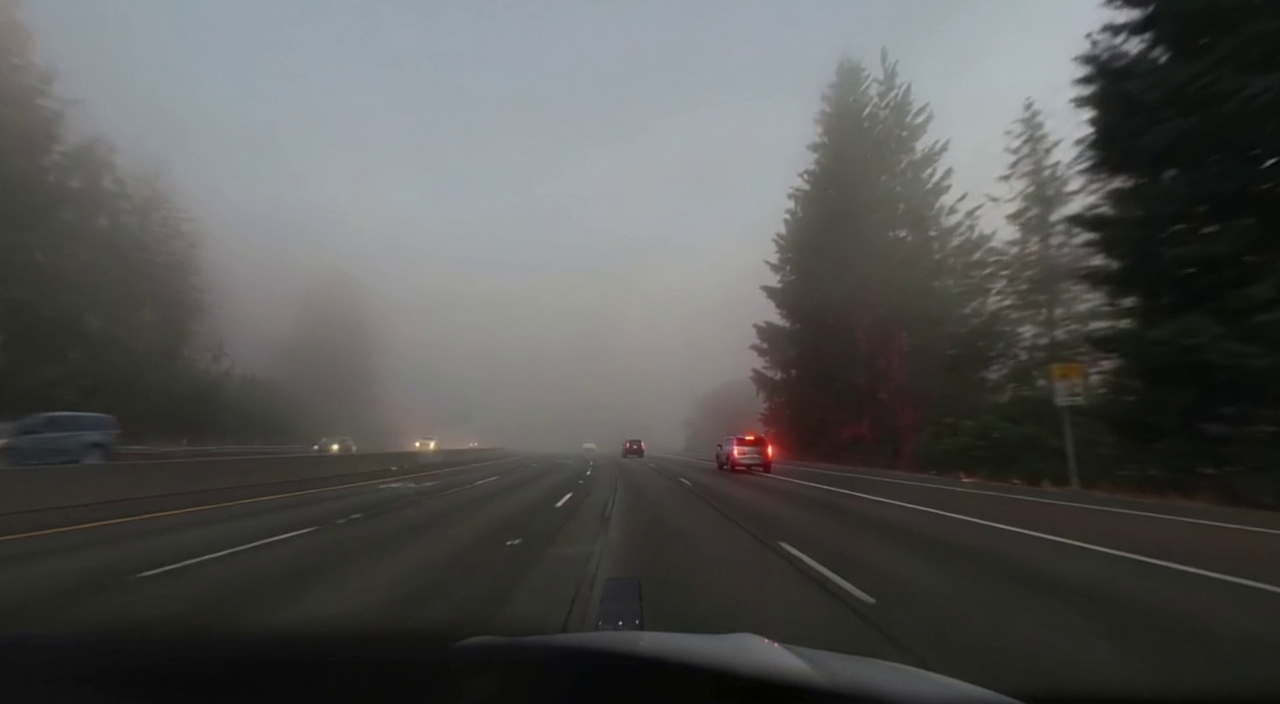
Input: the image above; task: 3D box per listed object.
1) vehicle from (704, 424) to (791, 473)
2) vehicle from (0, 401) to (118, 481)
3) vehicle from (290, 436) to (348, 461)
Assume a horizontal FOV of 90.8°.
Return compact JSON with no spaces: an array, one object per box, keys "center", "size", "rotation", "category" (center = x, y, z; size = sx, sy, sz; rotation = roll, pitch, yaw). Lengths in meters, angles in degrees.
[{"center":[4.849,4.486,29.631],"size":[2.504,2.033,5.979],"rotation":[1,-8,-6],"category":"vehicle"},{"center":[-22.659,3.215,22.732],"size":[2.625,2.635,6.136],"rotation":[0,-8,-3],"category":"vehicle"},{"center":[-24.042,7.243,47.475],"size":[2.088,1.769,4.831],"rotation":[1,-8,-4],"category":"vehicle"}]
